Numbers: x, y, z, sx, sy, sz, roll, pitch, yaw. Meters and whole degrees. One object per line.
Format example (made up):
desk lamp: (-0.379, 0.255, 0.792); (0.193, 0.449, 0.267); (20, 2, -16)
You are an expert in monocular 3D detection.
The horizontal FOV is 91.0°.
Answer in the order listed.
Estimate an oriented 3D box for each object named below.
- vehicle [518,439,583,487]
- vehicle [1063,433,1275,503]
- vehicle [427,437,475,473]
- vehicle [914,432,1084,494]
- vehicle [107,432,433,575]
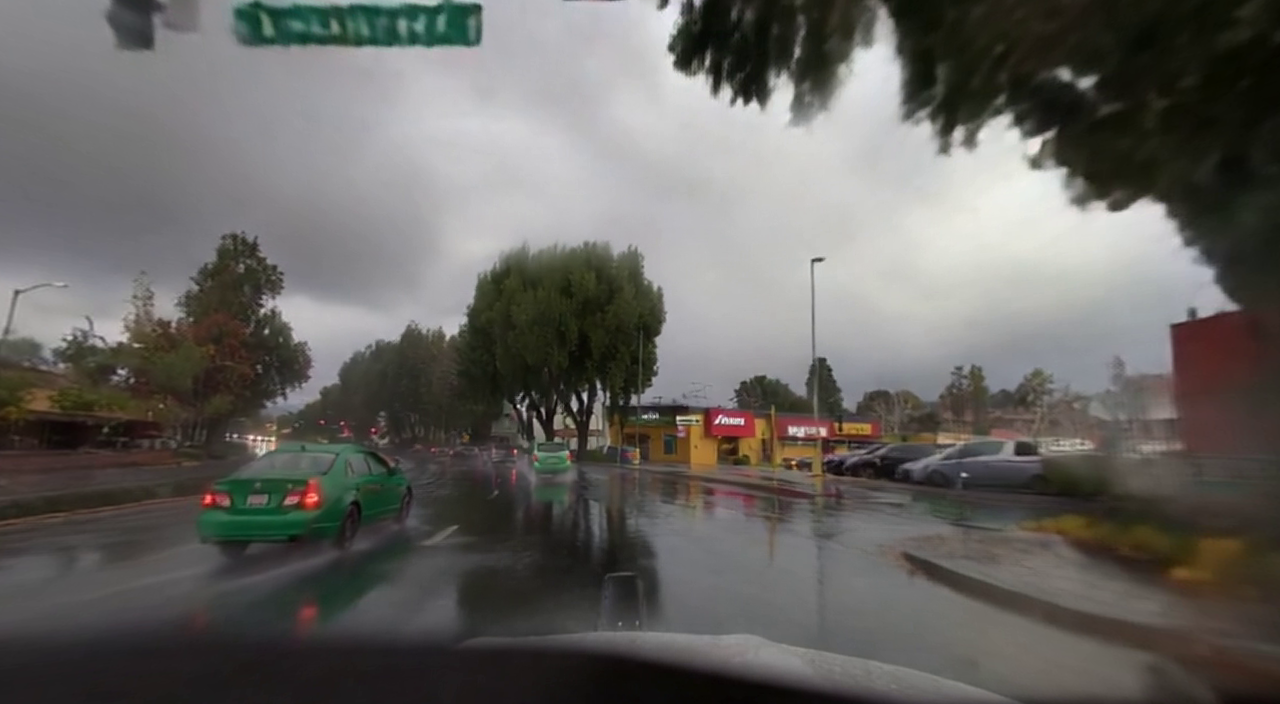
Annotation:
vehicle: (-3.263, 3.859, 22.286); (2.001, 1.483, 4.442); (1, -8, -11)
vehicle: (12.594, 2.761, 15.390); (1.762, 1.453, 3.976); (-1, -8, 1)
vehicle: (-9.061, 4.945, 30.398); (2.042, 1.593, 3.956); (2, -9, -15)
vehicle: (9.918, 3.088, 17.963); (1.919, 1.489, 4.889); (0, -8, -1)
vehicle: (-4.738, 1.965, 9.196); (2.105, 1.477, 4.857); (0, -8, -4)
